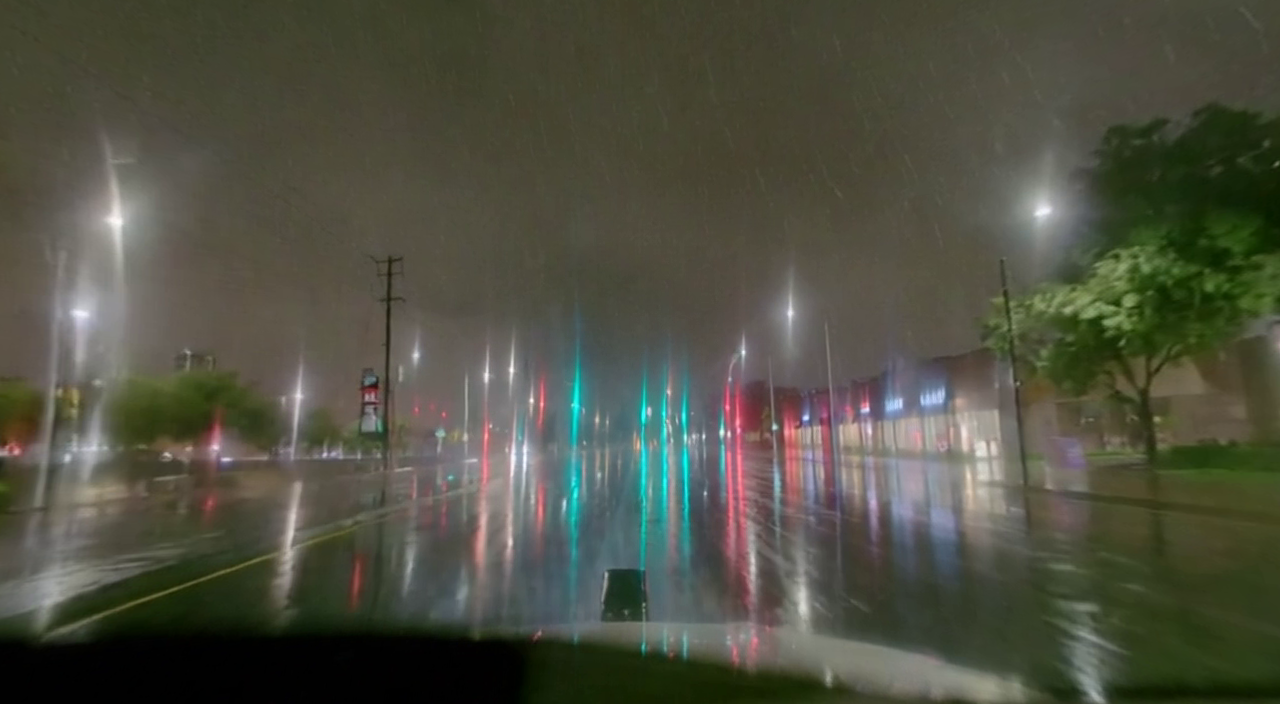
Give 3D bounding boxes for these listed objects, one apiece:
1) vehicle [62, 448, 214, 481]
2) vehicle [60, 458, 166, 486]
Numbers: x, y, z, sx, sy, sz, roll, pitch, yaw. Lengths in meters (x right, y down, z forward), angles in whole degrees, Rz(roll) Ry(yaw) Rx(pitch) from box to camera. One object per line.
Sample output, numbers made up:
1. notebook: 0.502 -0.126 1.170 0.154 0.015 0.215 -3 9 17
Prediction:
1. vehicle: -30.661 6.865 38.713 7.039 1.891 2.550 0 -8 -2
2. vehicle: -30.007 6.823 35.980 4.417 1.449 1.887 -1 -8 3
